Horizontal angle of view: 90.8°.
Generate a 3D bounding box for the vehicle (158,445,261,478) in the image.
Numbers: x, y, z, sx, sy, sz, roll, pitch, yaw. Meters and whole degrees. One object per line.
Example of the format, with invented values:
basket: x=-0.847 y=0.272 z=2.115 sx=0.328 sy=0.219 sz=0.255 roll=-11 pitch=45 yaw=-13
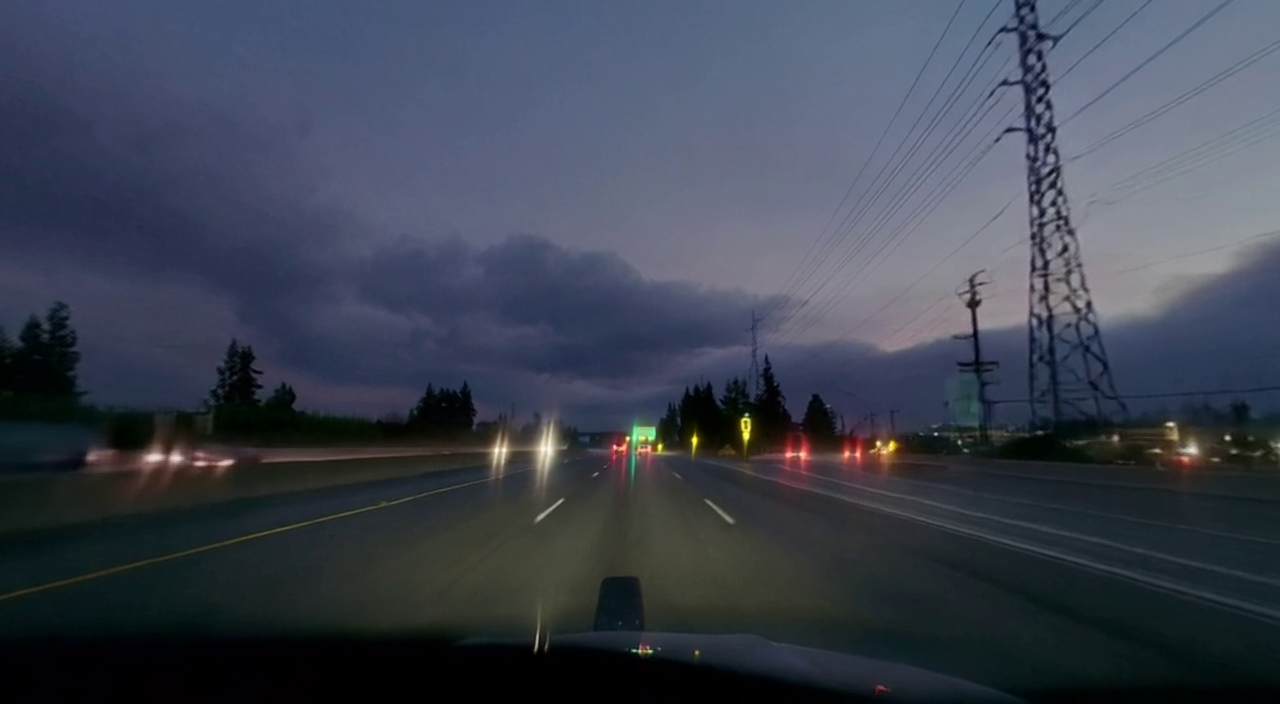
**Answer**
vehicle: x=-21.646 y=5.495 z=32.050 sx=1.897 sy=1.485 sz=4.769 roll=0 pitch=-8 yaw=0
